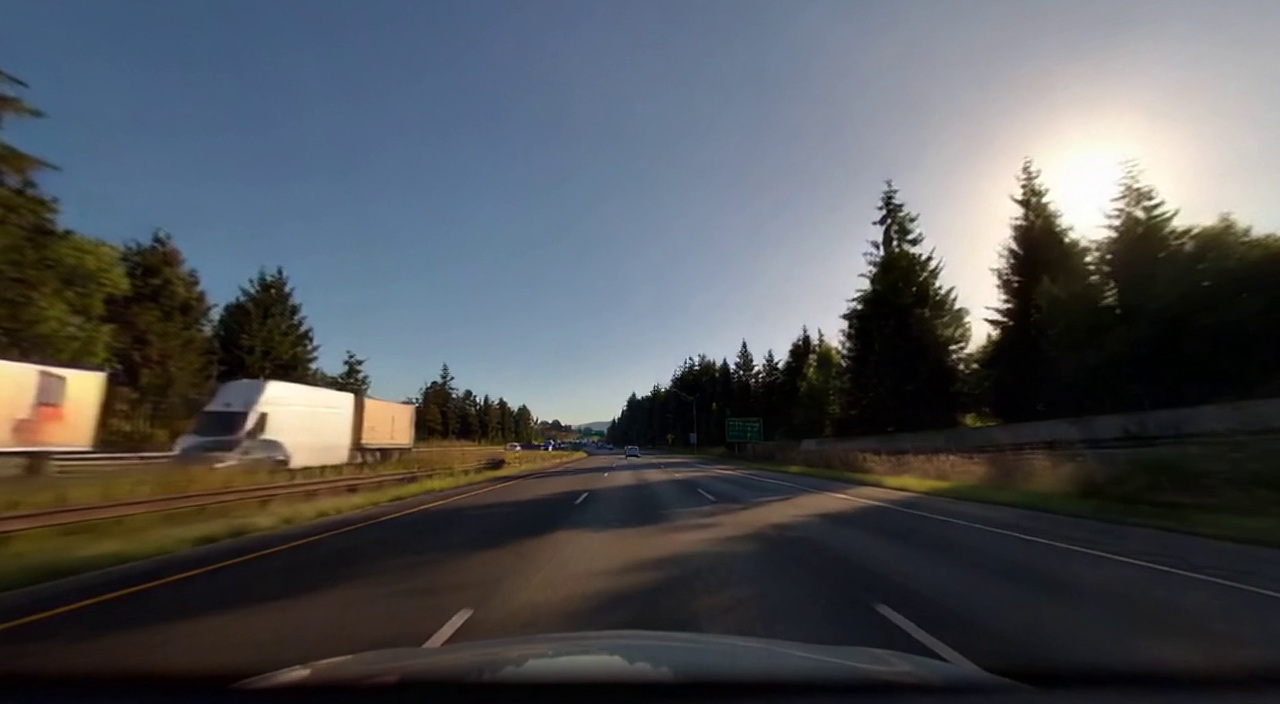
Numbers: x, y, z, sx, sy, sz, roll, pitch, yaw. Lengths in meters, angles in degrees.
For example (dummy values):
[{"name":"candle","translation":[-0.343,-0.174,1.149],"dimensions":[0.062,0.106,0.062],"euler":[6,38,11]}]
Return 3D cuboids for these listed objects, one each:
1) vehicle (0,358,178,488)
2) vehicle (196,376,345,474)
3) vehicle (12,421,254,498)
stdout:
[{"name":"vehicle","translation":[-19.571,2.255,19.507],"dimensions":[2.849,3.641,10.159],"euler":[0,-9,0]},{"name":"vehicle","translation":[-15.708,3.269,27.430],"dimensions":[2.994,3.812,5.736],"euler":[0,-9,-2]},{"name":"vehicle","translation":[-11.423,2.470,14.755],"dimensions":[1.992,1.503,4.414],"euler":[0,-9,-1]}]
